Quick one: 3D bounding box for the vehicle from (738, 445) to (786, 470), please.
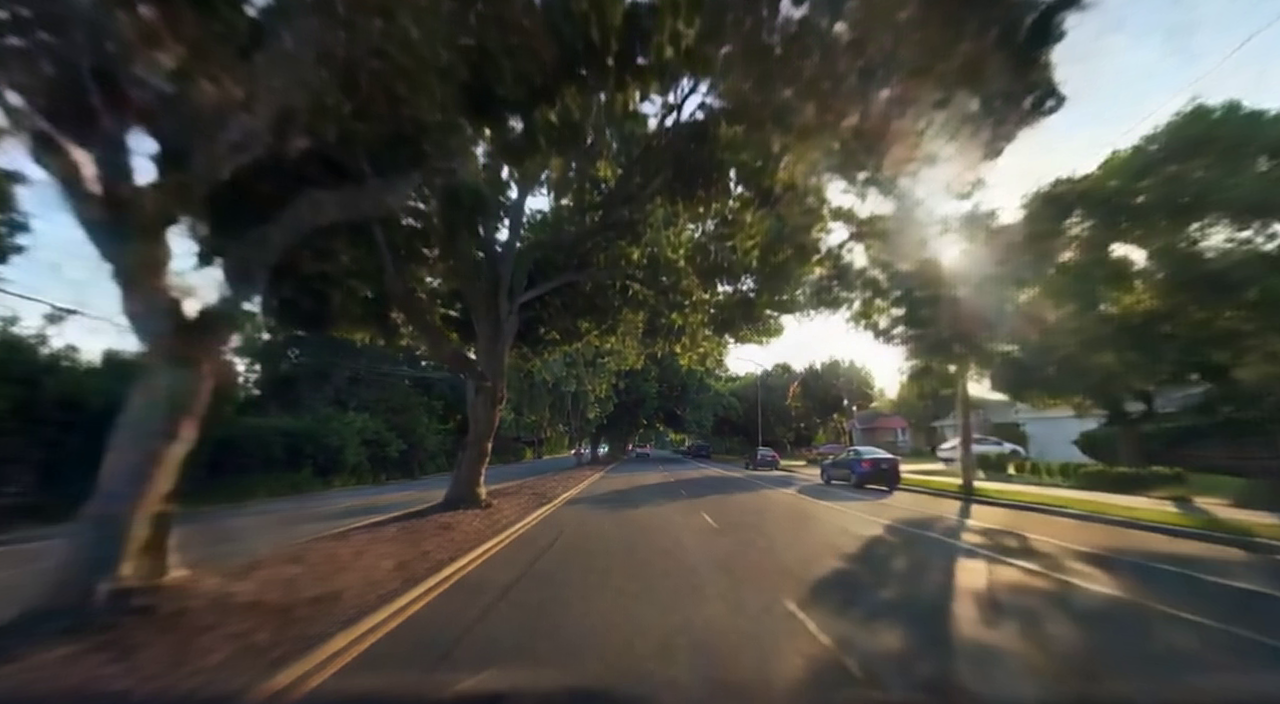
[{"bbox_3d":[7.494,6.520,39.240,1.967,1.449,4.645,0,-9,-1],"label":"vehicle"}]

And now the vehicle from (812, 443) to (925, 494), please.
[{"bbox_3d":[7.336,3.768,20.841,2.010,1.469,4.548,0,-9,0],"label":"vehicle"}]

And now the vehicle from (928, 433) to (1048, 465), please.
[{"bbox_3d":[17.702,4.966,32.290,4.793,1.537,2.353,0,-9,-5],"label":"vehicle"}]
